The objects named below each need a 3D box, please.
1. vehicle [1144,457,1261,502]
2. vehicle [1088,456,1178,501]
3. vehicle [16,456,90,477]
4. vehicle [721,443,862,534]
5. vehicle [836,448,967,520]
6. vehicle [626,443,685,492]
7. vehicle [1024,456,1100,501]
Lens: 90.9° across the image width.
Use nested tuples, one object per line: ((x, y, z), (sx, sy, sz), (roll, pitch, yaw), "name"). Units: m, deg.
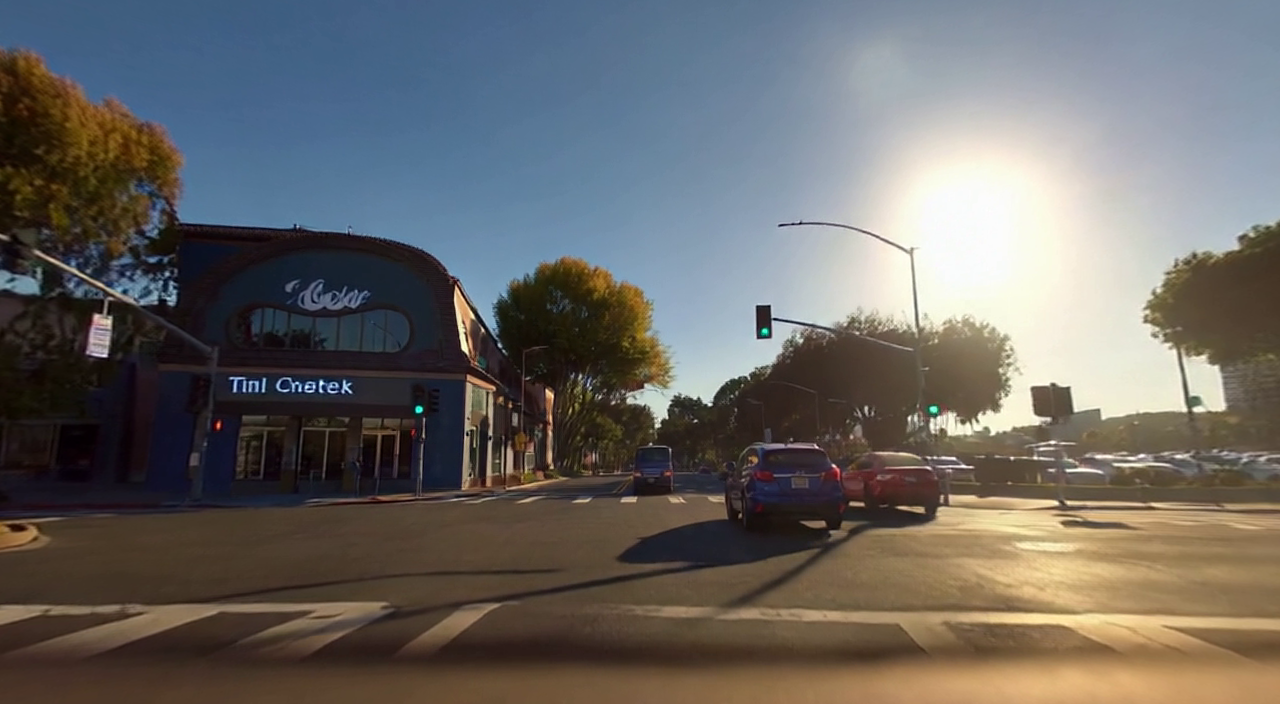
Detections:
((21.500, 4.834, 24.330), (2.066, 1.488, 4.158), (-4, -9, 24), "vehicle")
((19.212, 4.888, 24.738), (1.791, 1.520, 3.649), (-4, -9, 23), "vehicle")
((-41.639, 8.108, 44.772), (3.391, 1.379, 1.562), (4, -9, -26), "vehicle")
((3.229, 2.988, 14.583), (2.048, 1.725, 4.754), (0, -8, 0), "vehicle")
((6.855, 3.446, 17.034), (1.792, 1.682, 4.089), (0, -8, 1), "vehicle")
((0.635, 5.099, 28.256), (2.390, 1.948, 5.344), (0, -8, 0), "vehicle")
((16.826, 4.997, 25.314), (1.875, 1.543, 3.853), (-4, -9, 25), "vehicle")
